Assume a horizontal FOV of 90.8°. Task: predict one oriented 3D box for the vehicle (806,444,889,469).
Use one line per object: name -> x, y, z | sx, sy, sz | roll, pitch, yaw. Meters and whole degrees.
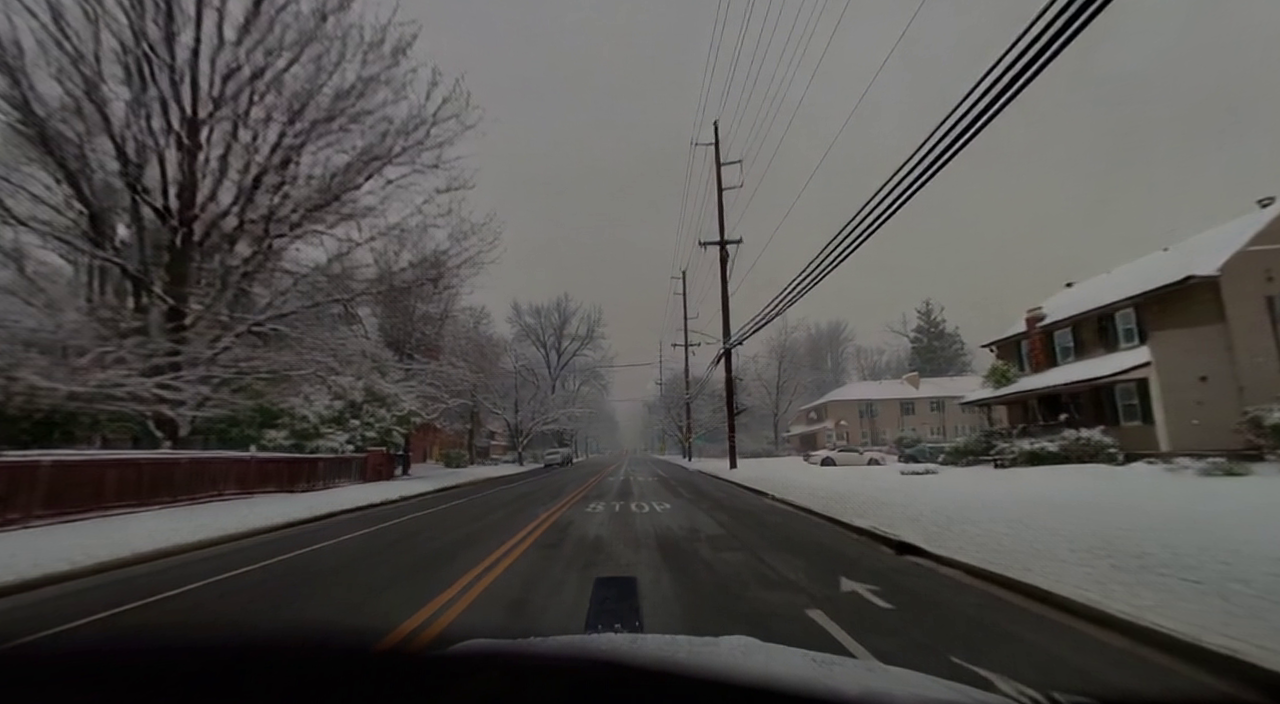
vehicle -> 13.561, 6.834, 41.382 | 4.624, 1.420, 2.045 | -1, -9, -6
